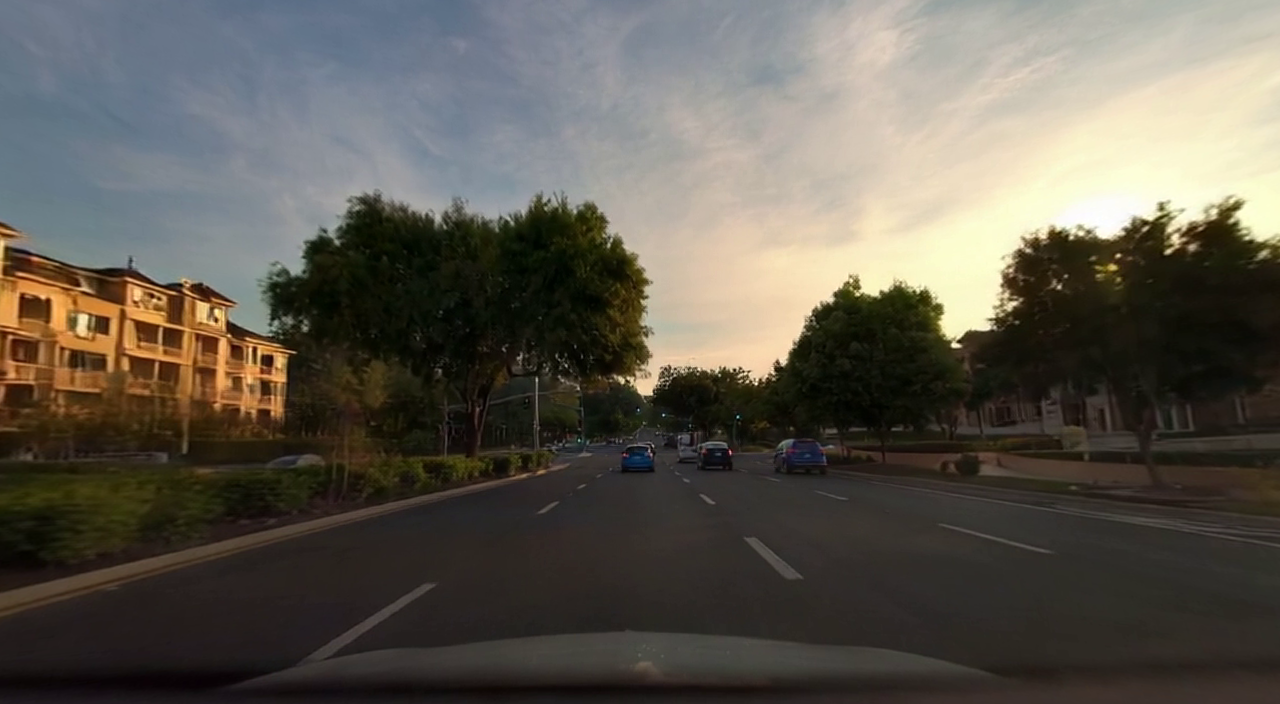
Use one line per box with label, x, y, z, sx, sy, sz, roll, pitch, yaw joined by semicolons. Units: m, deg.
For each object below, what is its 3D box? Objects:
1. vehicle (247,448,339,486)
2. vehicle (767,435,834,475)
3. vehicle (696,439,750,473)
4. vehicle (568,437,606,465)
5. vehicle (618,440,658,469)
vehicle;-17.989;5.965;32.970;2.110;1.789;4.639;0;-8;1
vehicle;7.451;4.809;29.642;1.972;1.700;4.269;0;-8;-1
vehicle;3.948;5.032;30.705;2.067;1.514;4.188;0;-8;0
vehicle;-3.409;6.514;41.507;2.031;1.705;4.325;0;-8;1
vehicle;-0.086;5.657;34.903;2.102;1.481;3.907;0;-8;1
